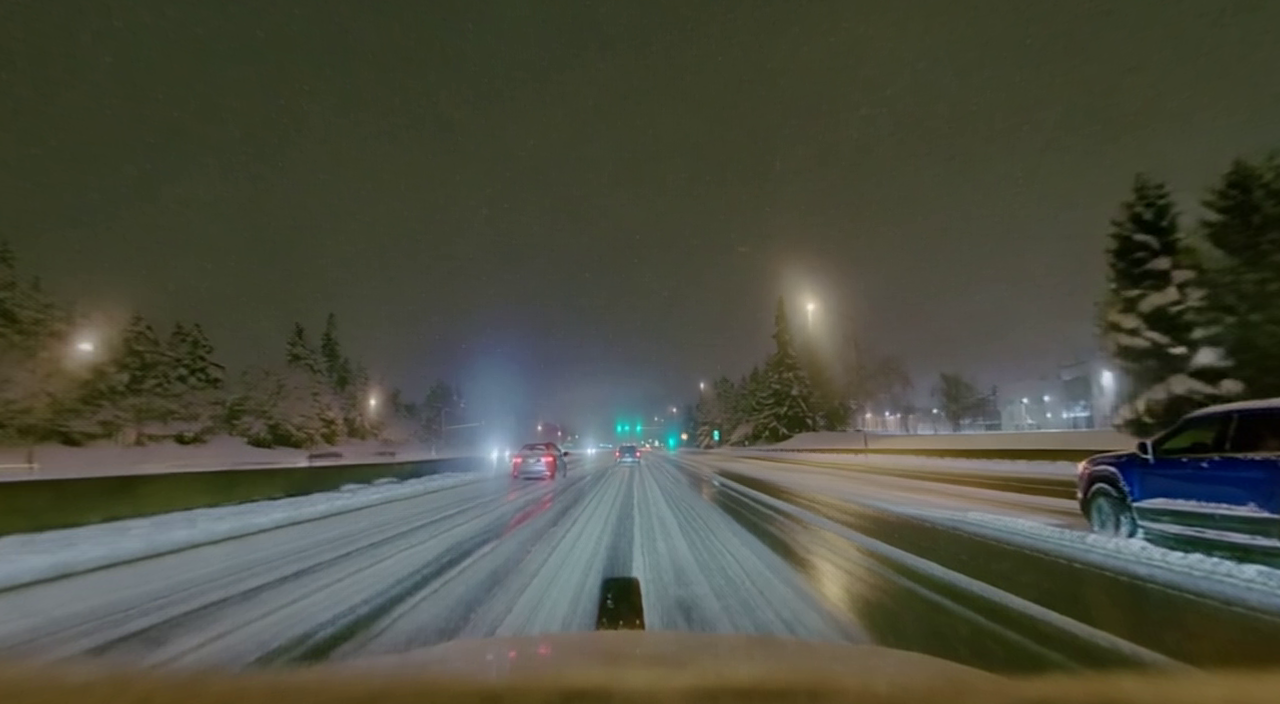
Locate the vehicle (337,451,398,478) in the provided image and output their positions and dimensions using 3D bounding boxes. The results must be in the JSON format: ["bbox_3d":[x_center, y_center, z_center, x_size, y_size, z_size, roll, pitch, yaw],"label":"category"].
[{"bbox_3d":[-17.579,7.267,41.049,1.967,1.575,4.370,0,-9,1],"label":"vehicle"}]

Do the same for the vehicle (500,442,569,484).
[{"bbox_3d":[-3.995,4.275,24.740,1.886,1.465,4.625,0,-8,0],"label":"vehicle"}]

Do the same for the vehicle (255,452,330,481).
[{"bbox_3d":[-20.937,6.868,38.290,1.938,1.570,4.508,0,-9,0],"label":"vehicle"}]

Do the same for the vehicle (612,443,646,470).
[{"bbox_3d":[-0.675,6.330,38.486,1.997,1.485,4.094,0,-8,-1],"label":"vehicle"}]

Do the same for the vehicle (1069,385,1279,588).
[{"bbox_3d":[6.748,1.247,5.949,2.028,1.801,4.741,0,-9,0],"label":"vehicle"}]
